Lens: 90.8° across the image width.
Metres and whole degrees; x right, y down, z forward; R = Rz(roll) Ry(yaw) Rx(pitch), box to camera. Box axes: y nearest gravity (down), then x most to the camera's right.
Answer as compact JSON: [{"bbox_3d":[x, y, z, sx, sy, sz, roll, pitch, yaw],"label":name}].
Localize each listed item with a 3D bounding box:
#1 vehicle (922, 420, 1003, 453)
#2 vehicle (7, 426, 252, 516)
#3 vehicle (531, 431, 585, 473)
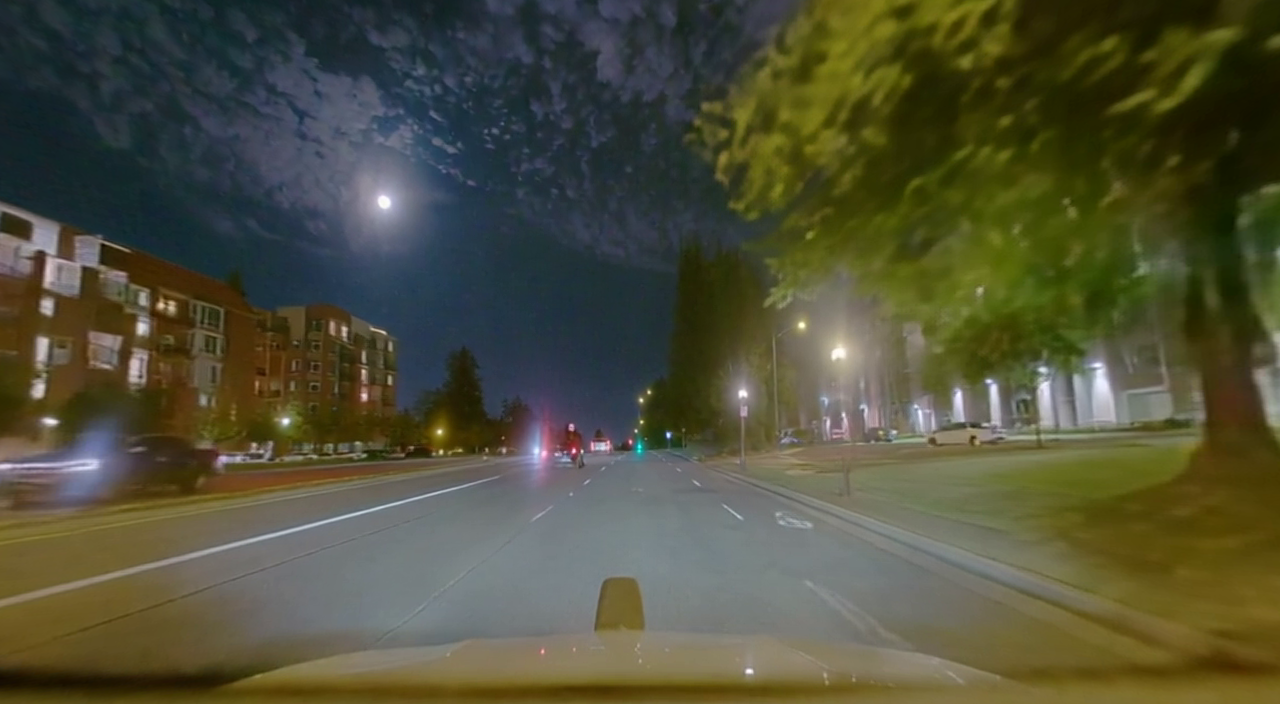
[{"bbox_3d":[17.659,4.641,34.874,1.995,1.554,4.943,-5,-8,3],"label":"vehicle"},{"bbox_3d":[-11.596,2.695,14.919,2.040,1.707,4.522,-2,-8,0],"label":"vehicle"},{"bbox_3d":[-3.745,4.635,29.487,1.959,1.741,4.141,-1,-8,0],"label":"vehicle"}]
